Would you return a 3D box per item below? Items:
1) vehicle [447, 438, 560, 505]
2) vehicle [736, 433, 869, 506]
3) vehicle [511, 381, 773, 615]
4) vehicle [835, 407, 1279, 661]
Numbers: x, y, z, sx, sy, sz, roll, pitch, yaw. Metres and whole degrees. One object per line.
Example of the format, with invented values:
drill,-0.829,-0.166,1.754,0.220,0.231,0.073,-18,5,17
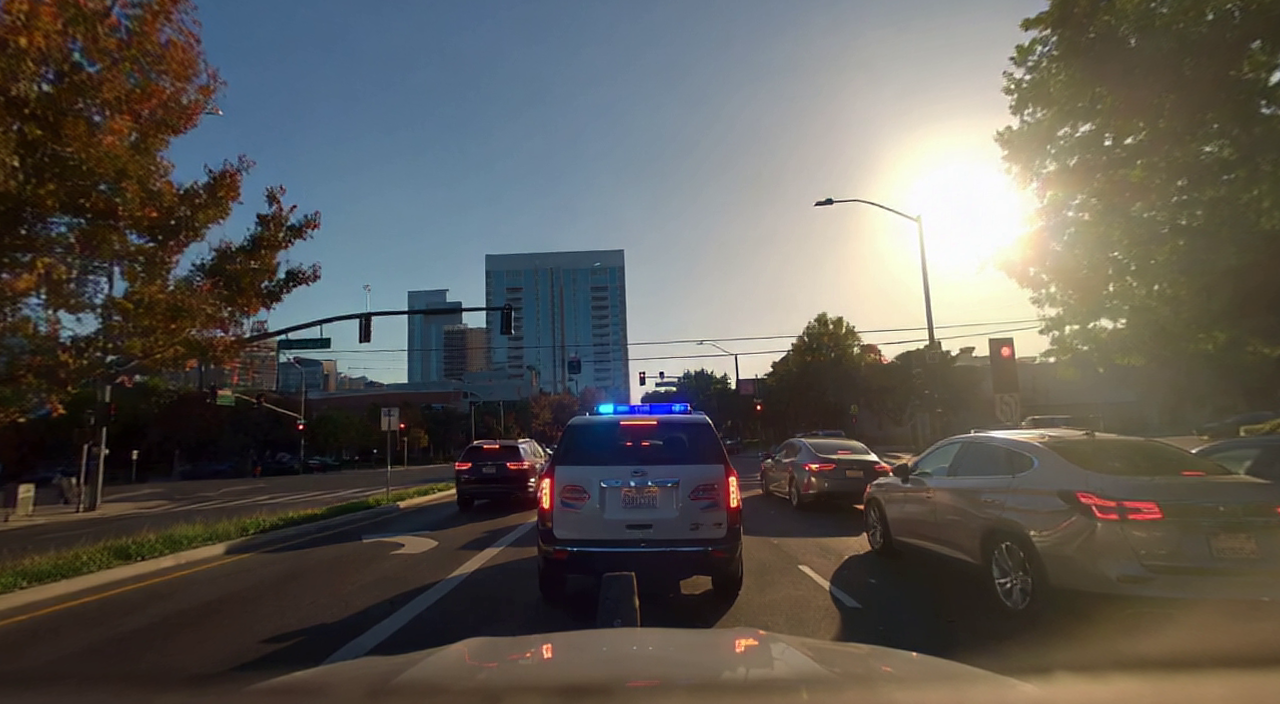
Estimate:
vehicle,-3.315,2.979,16.220,1.913,1.464,4.276,0,-8,0
vehicle,3.648,2.708,15.059,1.940,1.474,4.234,0,-8,-1
vehicle,-0.037,1.464,7.267,2.038,1.819,4.505,0,-8,-1
vehicle,3.643,1.407,6.074,1.995,1.483,4.533,0,-8,-1
